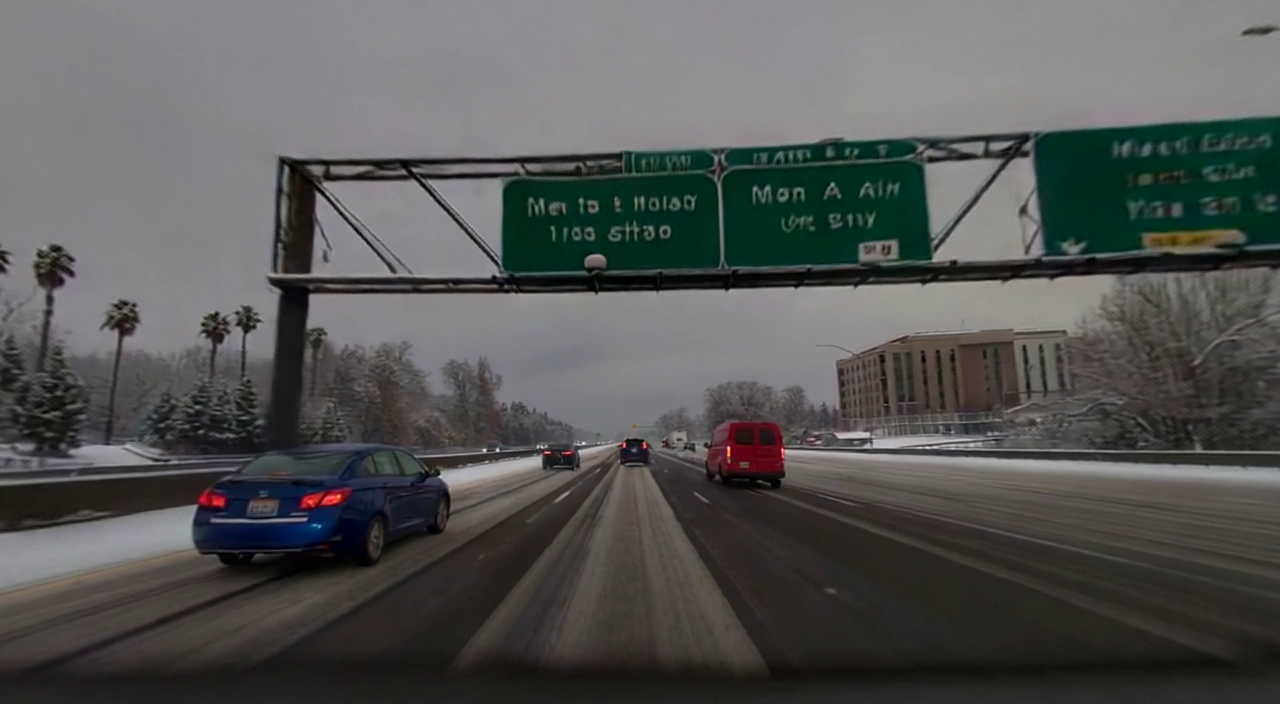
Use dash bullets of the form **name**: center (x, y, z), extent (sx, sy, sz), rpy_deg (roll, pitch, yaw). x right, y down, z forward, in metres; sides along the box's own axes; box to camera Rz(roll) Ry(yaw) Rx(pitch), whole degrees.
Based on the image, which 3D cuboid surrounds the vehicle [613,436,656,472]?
- **vehicle**: center (-0.304, 5.499, 34.073), extent (2.212, 1.786, 4.198), rpy_deg (0, -9, -1)

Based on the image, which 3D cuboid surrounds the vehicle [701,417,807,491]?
- **vehicle**: center (3.502, 3.325, 20.766), extent (2.250, 2.074, 5.723), rpy_deg (0, -9, -2)

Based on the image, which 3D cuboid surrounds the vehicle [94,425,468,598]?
- **vehicle**: center (-3.698, 1.712, 7.690), extent (1.991, 1.469, 4.381), rpy_deg (0, -9, -1)

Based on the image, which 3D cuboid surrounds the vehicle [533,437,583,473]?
- **vehicle**: center (-4.335, 5.537, 34.185), extent (2.109, 1.793, 4.613), rpy_deg (0, -9, 0)
